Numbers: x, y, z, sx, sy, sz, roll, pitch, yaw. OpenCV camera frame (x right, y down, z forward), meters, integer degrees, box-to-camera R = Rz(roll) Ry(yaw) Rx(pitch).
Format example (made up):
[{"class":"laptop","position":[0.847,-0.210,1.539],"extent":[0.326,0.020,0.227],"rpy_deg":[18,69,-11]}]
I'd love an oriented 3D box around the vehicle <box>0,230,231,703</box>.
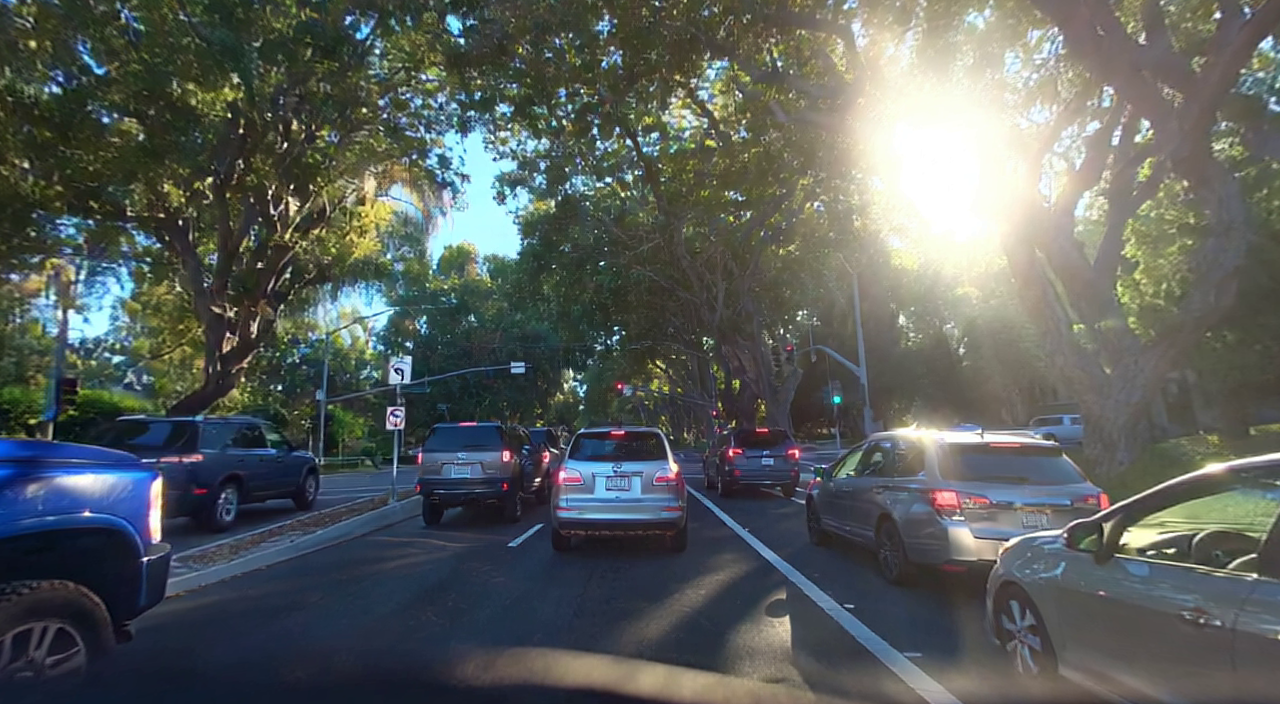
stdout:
[{"class":"vehicle","position":[-3.482,0.347,0.312],"extent":[2.656,2.021,5.800],"rpy_deg":[0,-8,0]}]

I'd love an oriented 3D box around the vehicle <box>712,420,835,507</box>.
[{"class":"vehicle","position":[3.132,2.732,15.897],"extent":[2.102,1.841,4.587],"rpy_deg":[0,-8,0]}]

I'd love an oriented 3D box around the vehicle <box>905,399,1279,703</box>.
[{"class":"vehicle","position":[3.017,0.963,2.505],"extent":[1.874,1.477,4.698],"rpy_deg":[0,-8,0]}]

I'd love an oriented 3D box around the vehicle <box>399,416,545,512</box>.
[{"class":"vehicle","position":[-3.629,2.523,14.655],"extent":[2.089,1.857,4.488],"rpy_deg":[0,-8,1]}]

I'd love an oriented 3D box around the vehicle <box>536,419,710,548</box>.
[{"class":"vehicle","position":[-0.223,1.939,9.872],"extent":[2.194,1.607,3.690],"rpy_deg":[0,-8,0]}]
